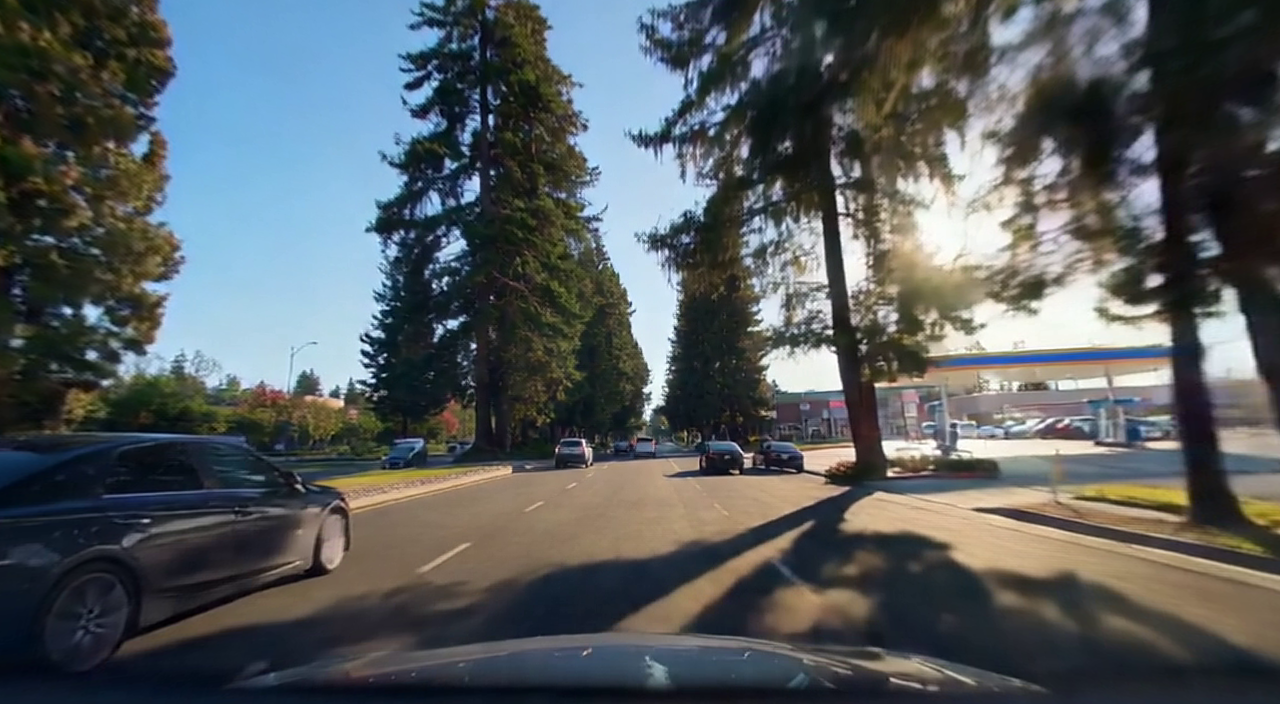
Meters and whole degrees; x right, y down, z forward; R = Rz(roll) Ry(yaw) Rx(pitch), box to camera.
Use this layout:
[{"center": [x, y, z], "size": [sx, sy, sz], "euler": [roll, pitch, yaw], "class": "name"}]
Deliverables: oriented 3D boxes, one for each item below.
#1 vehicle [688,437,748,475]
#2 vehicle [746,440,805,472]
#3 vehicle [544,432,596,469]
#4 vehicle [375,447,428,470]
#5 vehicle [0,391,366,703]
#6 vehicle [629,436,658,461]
[{"center": [3.275, 4.468, 27.434], "size": [2.010, 1.486, 4.498], "euler": [0, -8, -1], "class": "vehicle"}, {"center": [6.443, 4.985, 30.506], "size": [1.856, 1.421, 4.357], "euler": [0, -8, -1], "class": "vehicle"}, {"center": [-3.451, 4.973, 31.995], "size": [2.051, 1.747, 4.370], "euler": [0, -8, 1], "class": "vehicle"}, {"center": [-16.833, 7.509, 44.718], "size": [1.808, 1.476, 4.449], "euler": [0, -8, 2], "class": "vehicle"}, {"center": [-4.096, 1.151, 4.380], "size": [1.988, 1.530, 5.155], "euler": [0, -8, 1], "class": "vehicle"}, {"center": [0.235, 6.498, 42.542], "size": [1.922, 1.579, 3.642], "euler": [0, -8, 0], "class": "vehicle"}]
